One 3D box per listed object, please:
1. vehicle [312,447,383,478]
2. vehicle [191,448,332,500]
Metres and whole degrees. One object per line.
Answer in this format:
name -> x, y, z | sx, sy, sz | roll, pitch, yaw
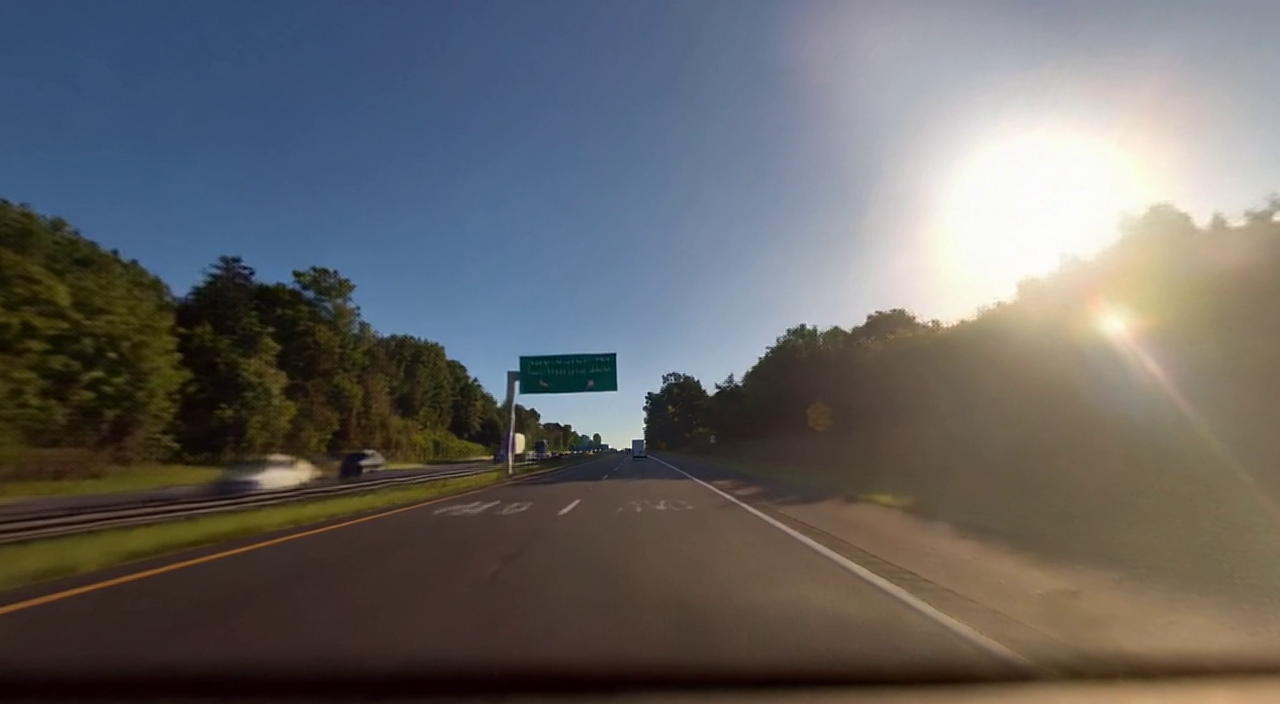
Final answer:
vehicle -> -16.859, 6.376, 36.550 | 1.999, 1.675, 4.393 | 0, -9, 0
vehicle -> -12.085, 3.889, 20.524 | 1.879, 1.478, 4.279 | 0, -9, 1
